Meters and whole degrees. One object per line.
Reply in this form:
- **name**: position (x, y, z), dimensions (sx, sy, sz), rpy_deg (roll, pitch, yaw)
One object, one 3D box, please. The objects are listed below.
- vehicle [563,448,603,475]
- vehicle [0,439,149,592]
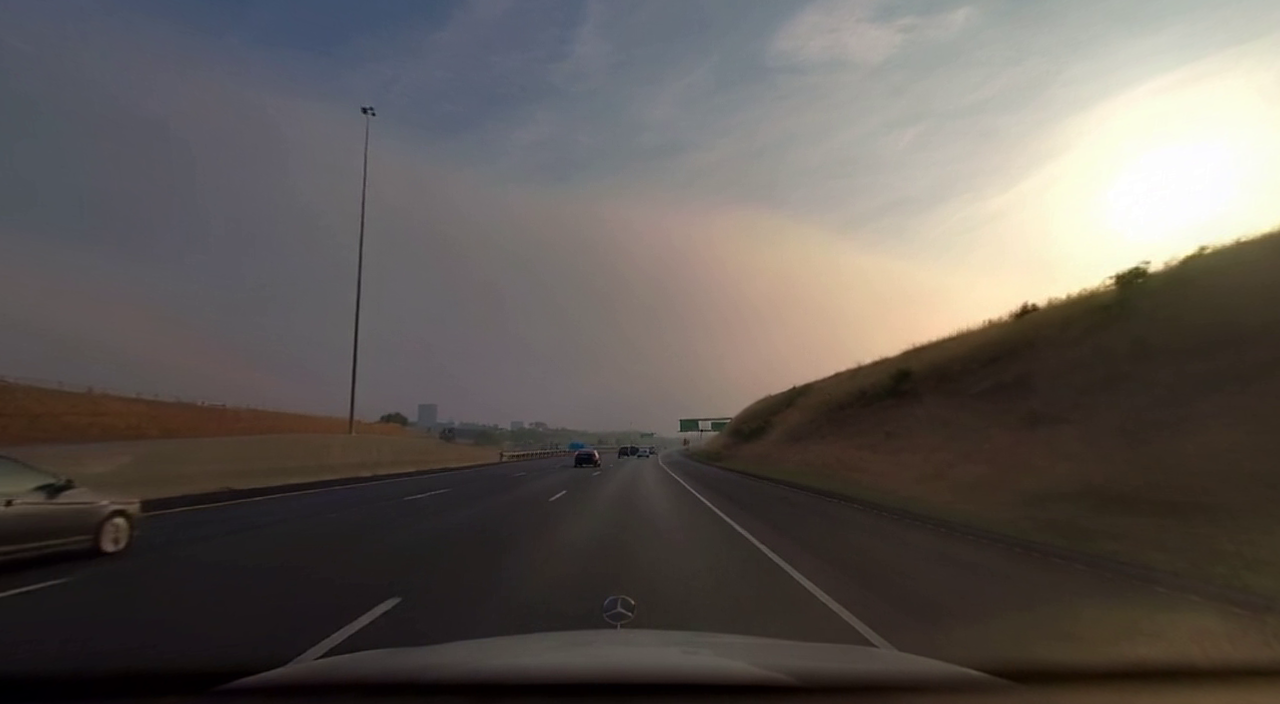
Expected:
- **vehicle**: position (-3.246, 6.303, 36.287), dimensions (1.895, 1.482, 3.852), rpy_deg (0, -9, 1)
- **vehicle**: position (-7.686, 1.652, 6.180), dimensions (2.069, 1.566, 4.480), rpy_deg (0, -9, -1)
